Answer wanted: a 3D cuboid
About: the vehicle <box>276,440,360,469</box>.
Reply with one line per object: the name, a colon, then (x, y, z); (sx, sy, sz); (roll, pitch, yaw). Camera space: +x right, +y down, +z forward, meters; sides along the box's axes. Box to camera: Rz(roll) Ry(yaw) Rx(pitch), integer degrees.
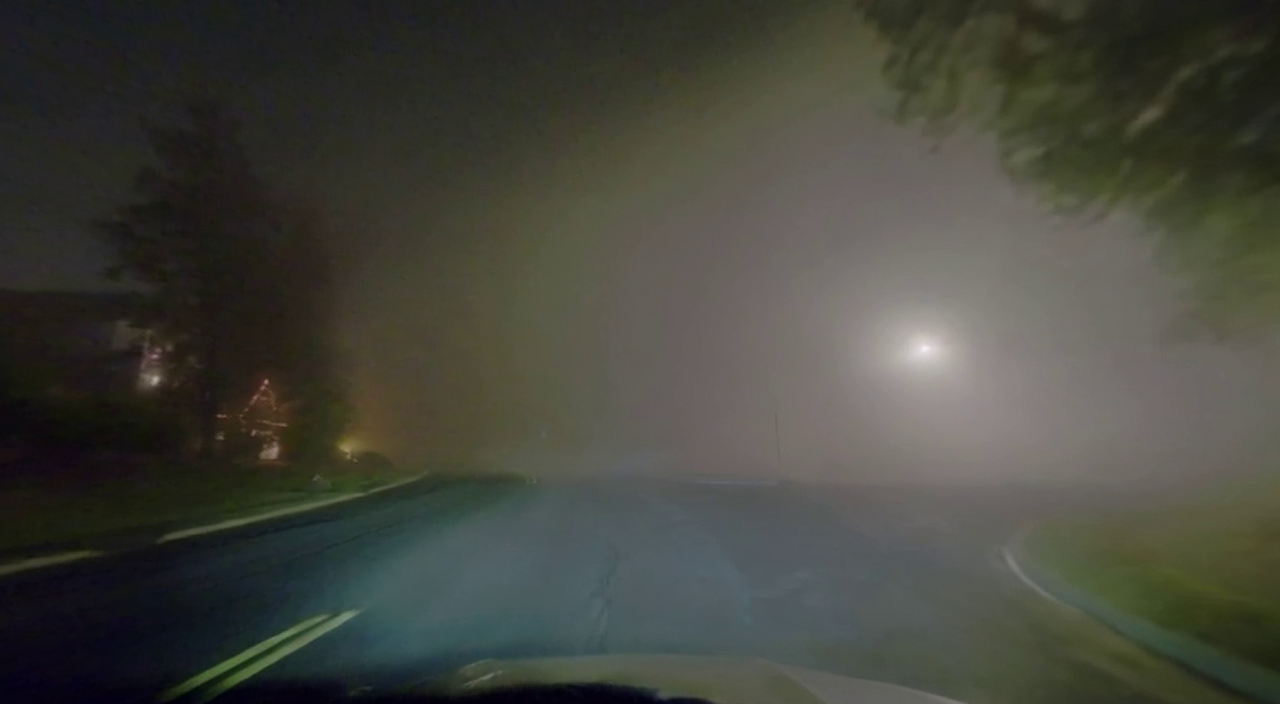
vehicle: (-21.644, 6.891, 42.407); (4.562, 1.857, 2.129); (-2, -9, 11)
